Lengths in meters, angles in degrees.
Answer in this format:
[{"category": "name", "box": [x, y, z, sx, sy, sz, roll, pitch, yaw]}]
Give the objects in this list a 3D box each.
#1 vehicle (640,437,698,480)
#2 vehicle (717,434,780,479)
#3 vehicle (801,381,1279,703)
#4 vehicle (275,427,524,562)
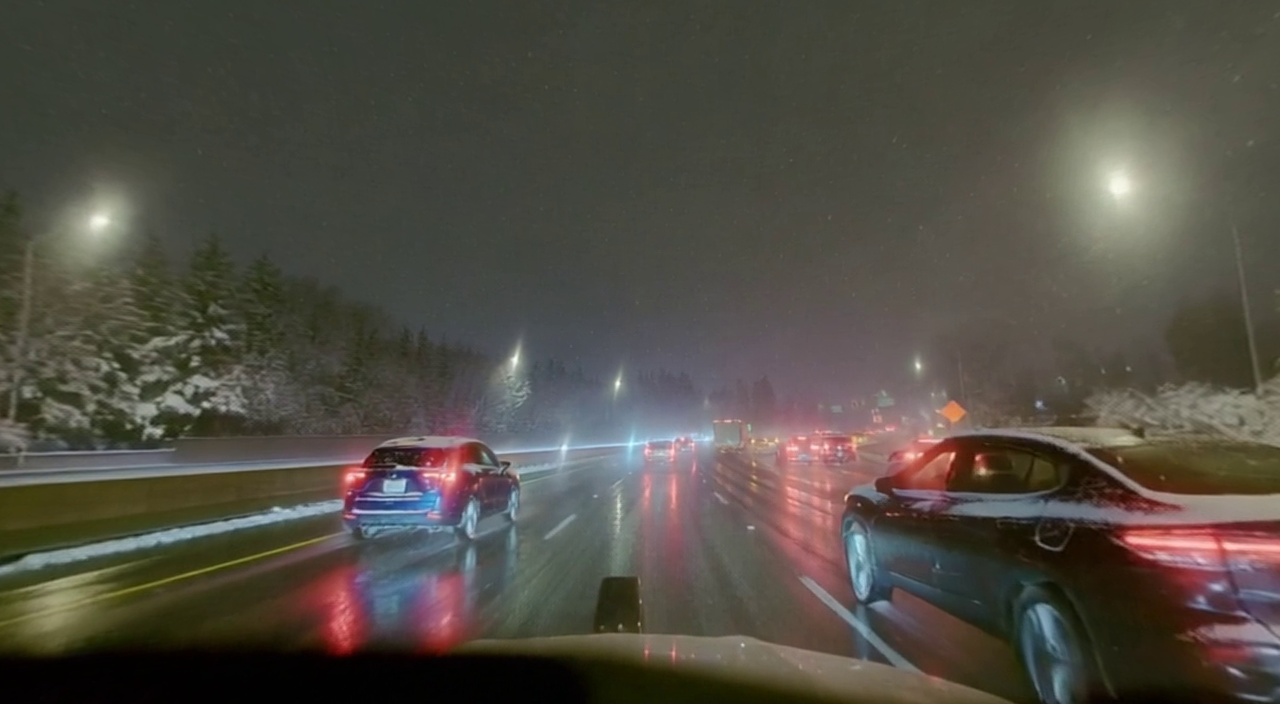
[{"category": "vehicle", "box": [1.187, 4.327, 25.792, 2.201, 1.614, 3.803, -1, -9, 3]}, {"category": "vehicle", "box": [4.391, 4.301, 26.148, 2.076, 1.684, 4.241, 0, -9, 3]}, {"category": "vehicle", "box": [2.608, 1.165, 3.907, 2.009, 1.489, 4.559, 0, -9, 0]}, {"category": "vehicle", "box": [-3.219, 2.007, 9.621, 1.937, 1.558, 4.469, 0, -9, 1]}]
